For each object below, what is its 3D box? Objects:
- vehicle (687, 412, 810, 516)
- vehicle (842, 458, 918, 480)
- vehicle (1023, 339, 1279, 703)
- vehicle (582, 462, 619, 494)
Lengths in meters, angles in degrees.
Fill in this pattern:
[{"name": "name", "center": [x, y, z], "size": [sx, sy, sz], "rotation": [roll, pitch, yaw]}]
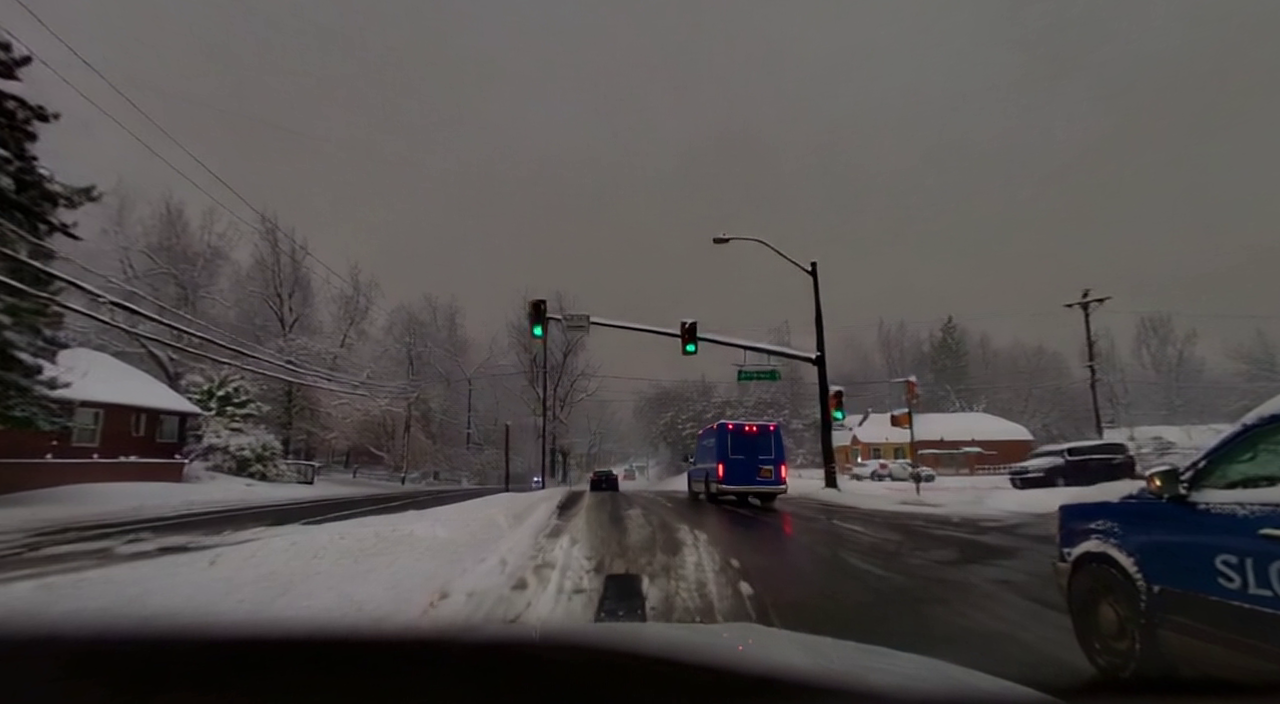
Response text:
[{"name": "vehicle", "center": [3.055, 3.348, 19.344], "size": [2.406, 2.687, 5.521], "rotation": [0, -9, -4]}, {"name": "vehicle", "center": [17.630, 8.610, 46.528], "size": [4.868, 1.455, 2.054], "rotation": [-5, -10, 30]}, {"name": "vehicle", "center": [4.200, 0.837, 2.602], "size": [2.194, 1.922, 4.822], "rotation": [0, -9, 0]}, {"name": "vehicle", "center": [-2.419, 7.495, 37.905], "size": [2.114, 1.707, 3.725], "rotation": [1, -9, -5]}]
